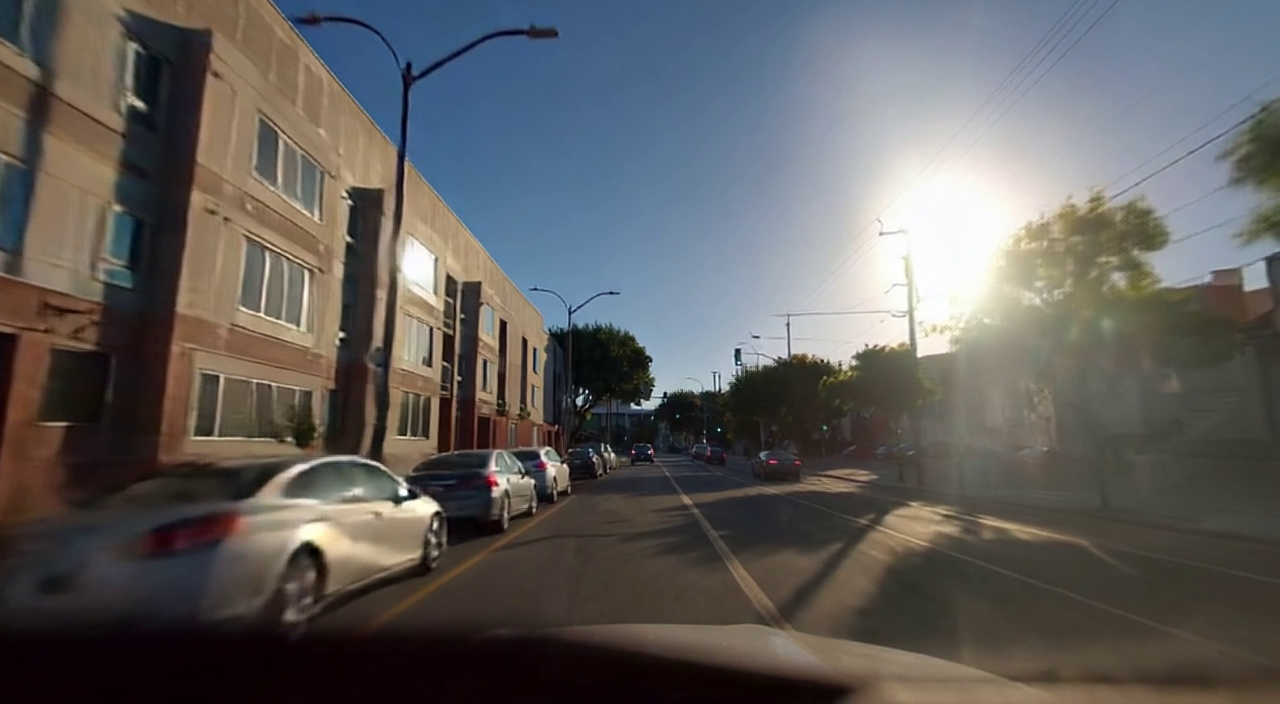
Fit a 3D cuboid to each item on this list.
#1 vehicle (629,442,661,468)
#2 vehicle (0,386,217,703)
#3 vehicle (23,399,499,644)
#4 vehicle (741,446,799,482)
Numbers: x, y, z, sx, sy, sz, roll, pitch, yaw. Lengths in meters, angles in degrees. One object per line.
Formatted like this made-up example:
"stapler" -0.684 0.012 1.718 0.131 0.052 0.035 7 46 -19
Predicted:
"vehicle" 0.399 7.111 43.622 2.122 1.689 3.885 0 -9 1
"vehicle" -3.340 0.915 2.239 1.609 1.619 2.840 0 -9 0
"vehicle" -3.124 1.514 6.660 2.199 1.676 4.486 0 -9 0
"vehicle" 5.684 4.943 28.002 1.799 1.463 3.464 0 -9 -1
